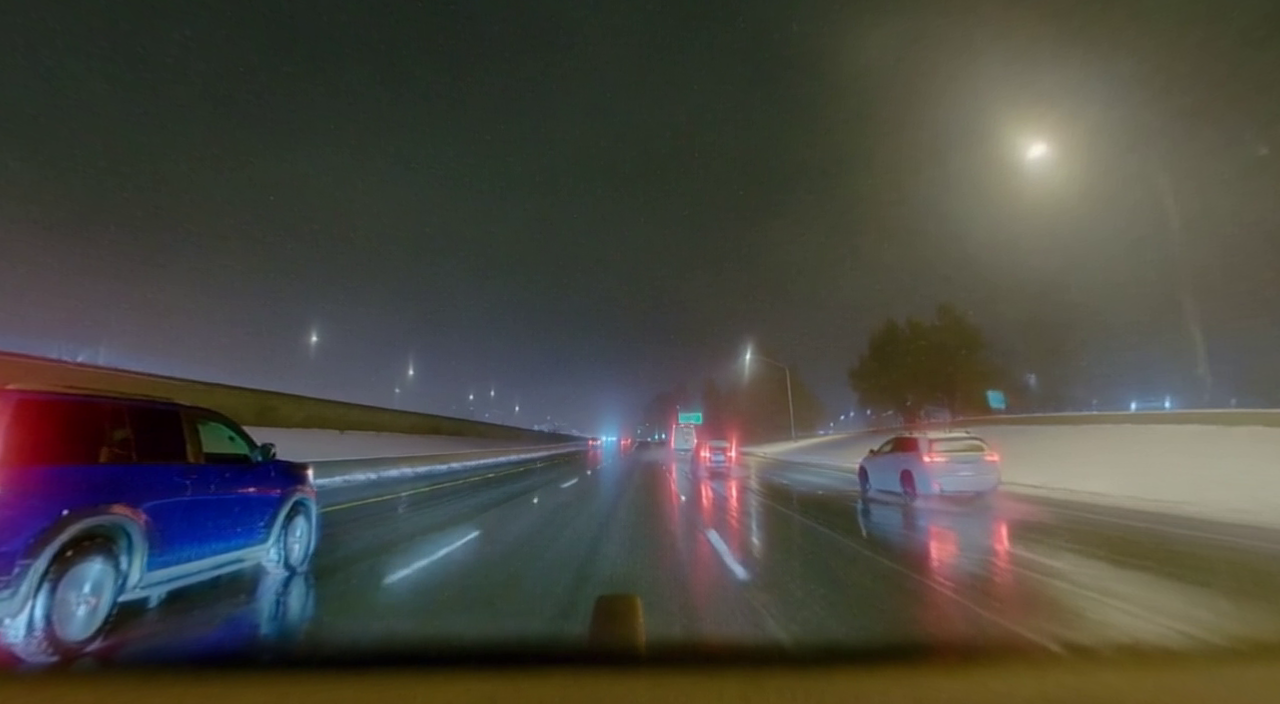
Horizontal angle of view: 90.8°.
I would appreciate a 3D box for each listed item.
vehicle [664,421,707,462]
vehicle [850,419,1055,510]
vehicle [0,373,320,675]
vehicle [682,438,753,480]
[{"bbox_3d":[3.148,6.439,45.404,2.629,2.718,6.740,0,-8,0],"label":"vehicle"},{"bbox_3d":[6.745,2.487,14.462,2.184,1.712,4.856,0,-8,0],"label":"vehicle"},{"bbox_3d":[-4.513,1.128,4.719,2.000,1.646,4.201,0,-8,0],"label":"vehicle"},{"bbox_3d":[2.938,4.203,25.148,2.108,1.509,5.059,0,-8,-1],"label":"vehicle"}]
